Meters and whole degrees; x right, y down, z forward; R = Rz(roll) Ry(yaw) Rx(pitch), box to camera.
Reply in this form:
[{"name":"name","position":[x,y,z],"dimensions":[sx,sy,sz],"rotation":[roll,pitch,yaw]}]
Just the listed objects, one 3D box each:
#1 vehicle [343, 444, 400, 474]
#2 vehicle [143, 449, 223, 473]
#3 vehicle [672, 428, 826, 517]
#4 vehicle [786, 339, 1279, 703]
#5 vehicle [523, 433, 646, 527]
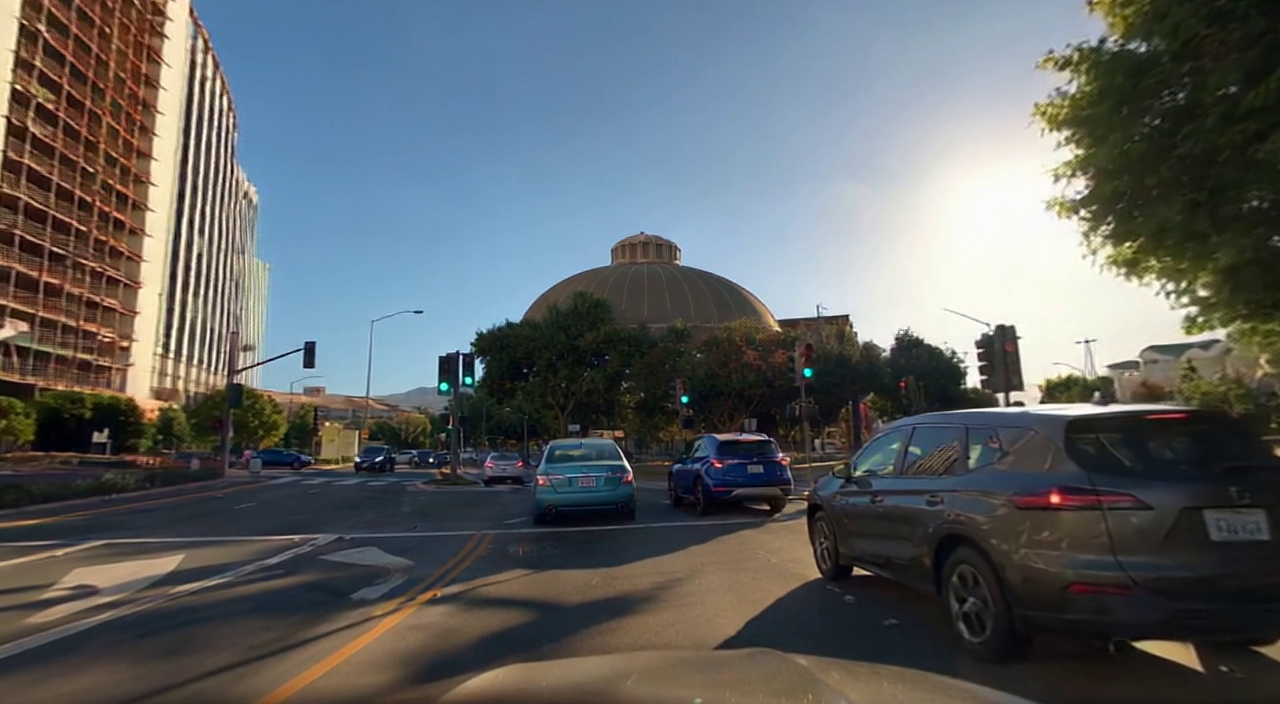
[{"name":"vehicle","position":[-16.744,6.675,39.566],"dimensions":[2.303,1.692,4.571],"rotation":[1,-9,-10]},{"name":"vehicle","position":[-32.010,7.608,44.195],"dimensions":[4.653,1.459,2.228],"rotation":[-2,-8,21]},{"name":"vehicle","position":[2.282,2.687,14.646],"dimensions":[2.103,1.710,4.396],"rotation":[1,-9,-10]},{"name":"vehicle","position":[3.072,1.188,5.096],"dimensions":[2.320,1.772,4.872],"rotation":[0,-9,-4]},{"name":"vehicle","position":[-1.329,2.585,13.333],"dimensions":[2.132,1.632,3.889],"rotation":[1,-9,-12]}]
